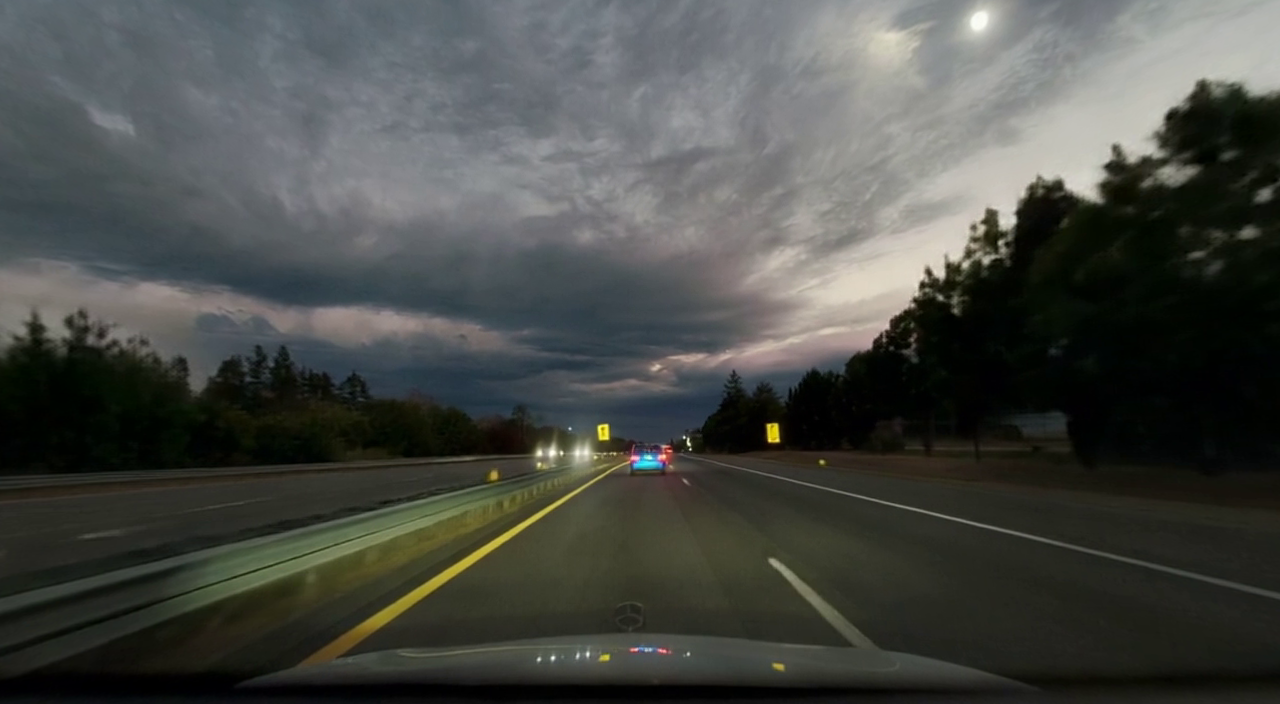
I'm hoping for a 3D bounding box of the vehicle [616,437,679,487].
[{"bbox_3d":[0.271,4.164,24.011,2.190,1.706,4.062,0,-9,0],"label":"vehicle"}]
